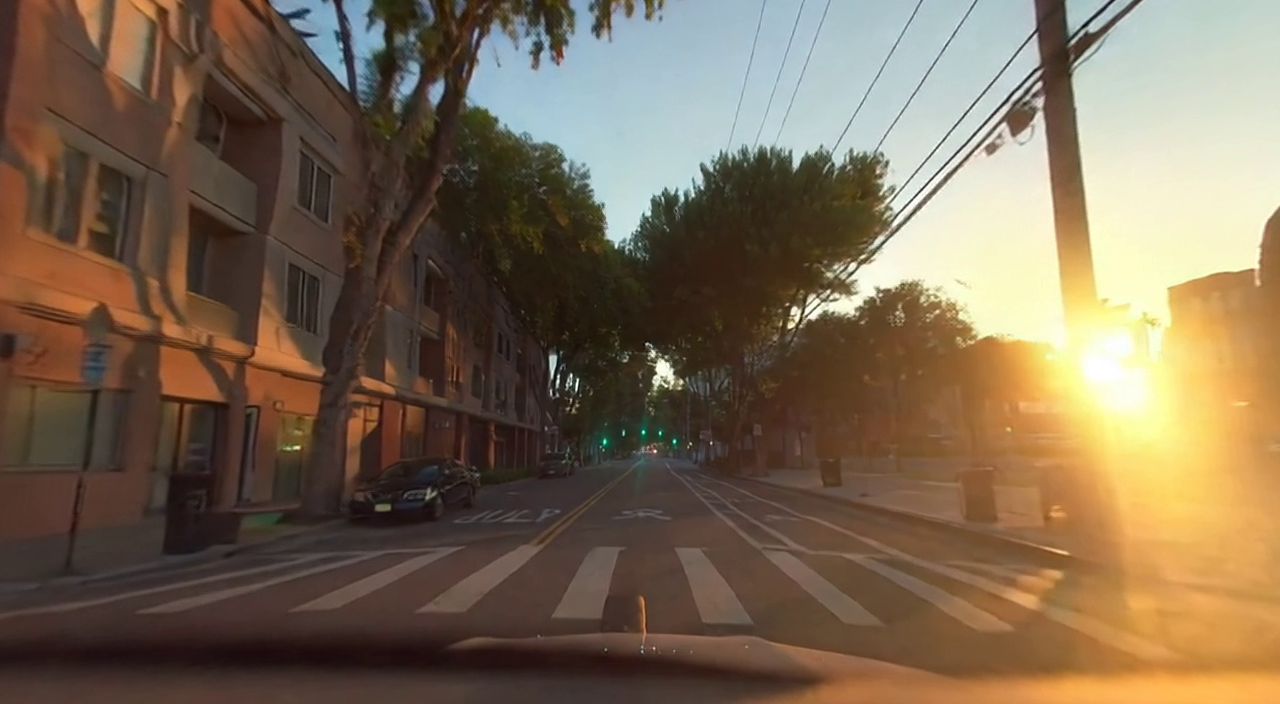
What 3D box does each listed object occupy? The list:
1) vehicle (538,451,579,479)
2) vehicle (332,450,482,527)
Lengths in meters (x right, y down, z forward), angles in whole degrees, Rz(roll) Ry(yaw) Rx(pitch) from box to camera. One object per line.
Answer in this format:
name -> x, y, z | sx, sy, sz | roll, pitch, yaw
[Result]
vehicle -> -5.513, 7.708, 43.259 | 2.147, 1.701, 4.879 | -1, -8, 1
vehicle -> -5.848, 3.457, 16.596 | 2.223, 1.658, 4.621 | 0, -9, 0
